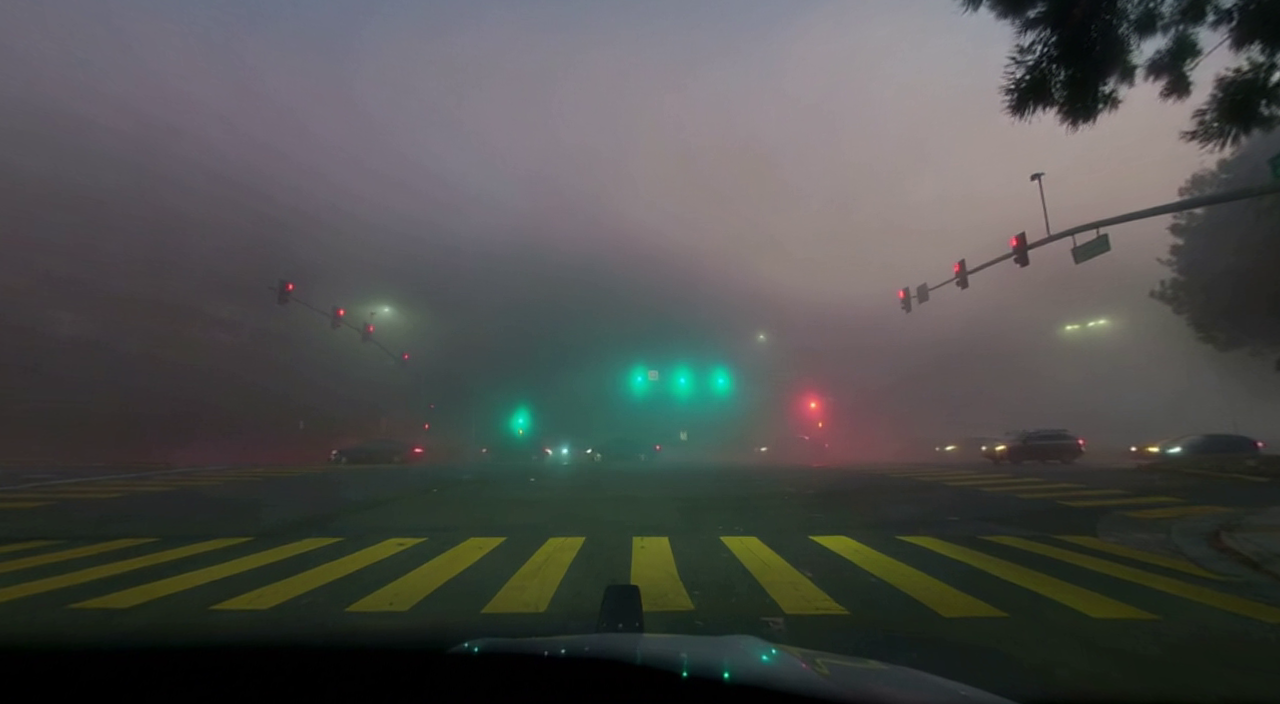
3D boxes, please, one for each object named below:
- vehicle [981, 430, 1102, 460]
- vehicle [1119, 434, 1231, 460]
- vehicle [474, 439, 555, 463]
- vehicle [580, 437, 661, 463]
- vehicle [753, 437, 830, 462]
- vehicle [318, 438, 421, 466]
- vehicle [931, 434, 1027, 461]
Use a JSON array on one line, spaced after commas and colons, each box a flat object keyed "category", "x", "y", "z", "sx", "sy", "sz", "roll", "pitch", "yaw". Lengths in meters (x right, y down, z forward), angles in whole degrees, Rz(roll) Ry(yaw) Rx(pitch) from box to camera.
[{"category": "vehicle", "x": 25.272, "y": 5.874, "z": 39.904, "sx": 6.133, "sy": 1.833, "sz": 2.155, "roll": 0, "pitch": -9, "yaw": -2}, {"category": "vehicle", "x": 31.099, "y": 5.533, "z": 36.807, "sx": 4.724, "sy": 1.452, "sz": 1.870, "roll": 0, "pitch": -9, "yaw": 0}, {"category": "vehicle", "x": -7.949, "y": 6.282, "z": 40.219, "sx": 4.759, "sy": 1.445, "sz": 1.865, "roll": 0, "pitch": -9, "yaw": 0}, {"category": "vehicle", "x": -1.124, "y": 5.682, "z": 36.789, "sx": 4.631, "sy": 1.435, "sz": 1.715, "roll": 0, "pitch": -9, "yaw": 0}, {"category": "vehicle", "x": 9.598, "y": 6.194, "z": 40.204, "sx": 4.443, "sy": 1.472, "sz": 1.794, "roll": 0, "pitch": -9, "yaw": 1}, {"category": "vehicle", "x": -14.252, "y": 5.295, "z": 33.436, "sx": 4.629, "sy": 1.423, "sz": 1.833, "roll": -1, "pitch": -9, "yaw": 2}, {"category": "vehicle", "x": 19.616, "y": 5.558, "z": 36.720, "sx": 4.519, "sy": 1.476, "sz": 1.767, "roll": 0, "pitch": -9, "yaw": 0}]
